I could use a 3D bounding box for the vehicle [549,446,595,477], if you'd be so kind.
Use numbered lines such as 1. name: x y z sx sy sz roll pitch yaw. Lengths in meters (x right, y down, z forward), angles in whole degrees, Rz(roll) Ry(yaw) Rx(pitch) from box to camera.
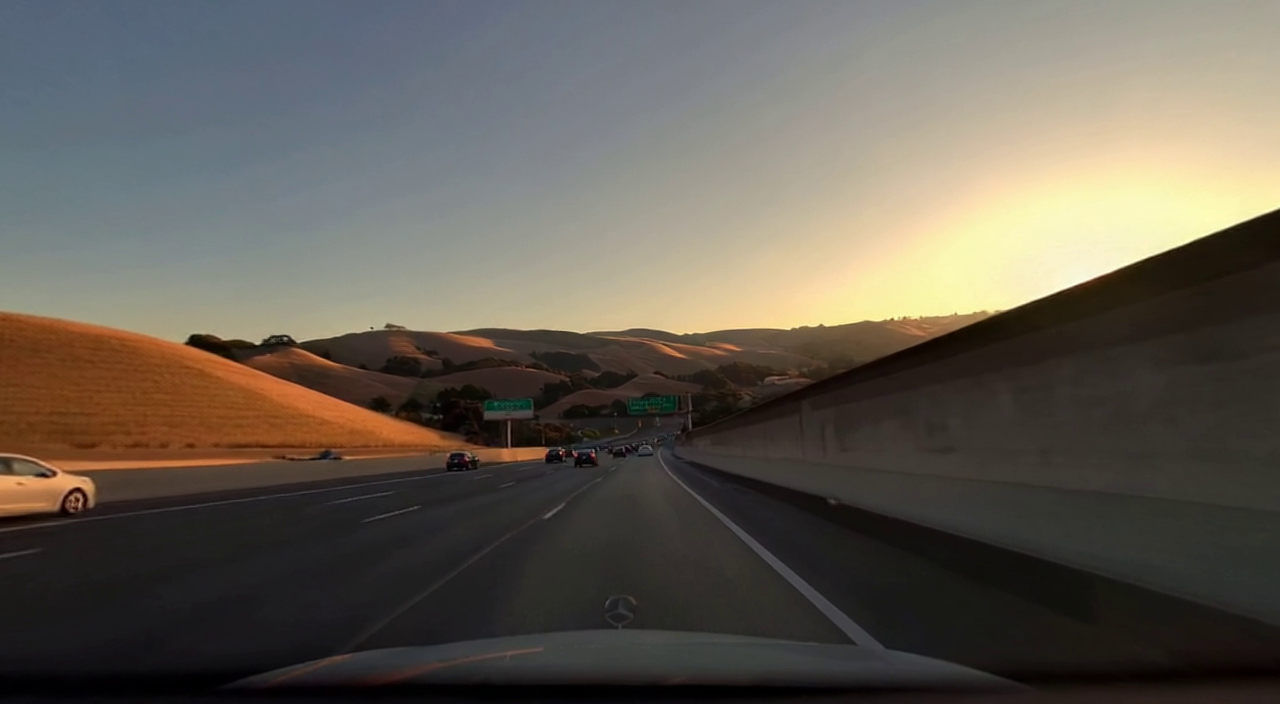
1. vehicle: -3.514 5.738 33.365 1.931 1.492 4.076 0 -8 1

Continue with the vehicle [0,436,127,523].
1. vehicle: -13.090 2.480 12.432 2.035 1.630 4.527 0 -8 2

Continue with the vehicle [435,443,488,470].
1. vehicle: -12.053 7.067 42.935 2.076 1.766 4.831 0 -8 1
